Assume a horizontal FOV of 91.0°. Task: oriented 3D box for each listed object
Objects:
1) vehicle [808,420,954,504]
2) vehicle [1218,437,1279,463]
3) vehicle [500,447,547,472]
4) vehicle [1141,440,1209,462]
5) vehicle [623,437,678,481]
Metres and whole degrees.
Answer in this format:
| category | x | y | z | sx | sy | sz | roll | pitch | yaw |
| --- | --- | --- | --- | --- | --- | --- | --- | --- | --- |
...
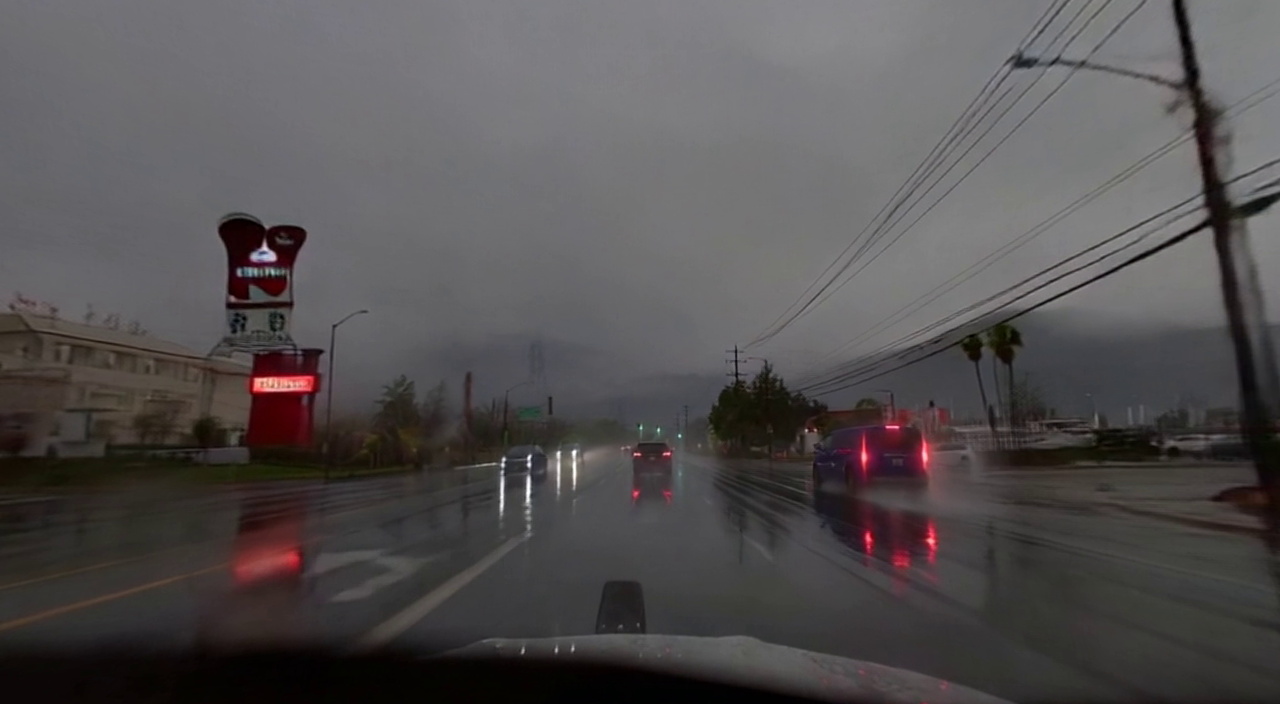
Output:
| category | x | y | z | sx | sy | sz | roll | pitch | yaw |
| --- | --- | --- | --- | --- | --- | --- | --- | --- | --- |
| vehicle | 6.158 | 2.876 | 16.780 | 2.107 | 1.928 | 4.471 | 0 | -9 | 0 |
| vehicle | 42.649 | 6.597 | 42.611 | 4.928 | 1.678 | 1.971 | -1 | -9 | 3 |
| vehicle | -7.495 | 6.990 | 41.078 | 2.004 | 1.535 | 4.853 | 0 | -9 | 2 |
| vehicle | 41.725 | 7.751 | 49.239 | 1.779 | 1.515 | 4.189 | -4 | -9 | 4 |
| vehicle | 0.409 | 4.454 | 26.330 | 2.138 | 1.672 | 4.168 | 0 | -9 | 0 |
